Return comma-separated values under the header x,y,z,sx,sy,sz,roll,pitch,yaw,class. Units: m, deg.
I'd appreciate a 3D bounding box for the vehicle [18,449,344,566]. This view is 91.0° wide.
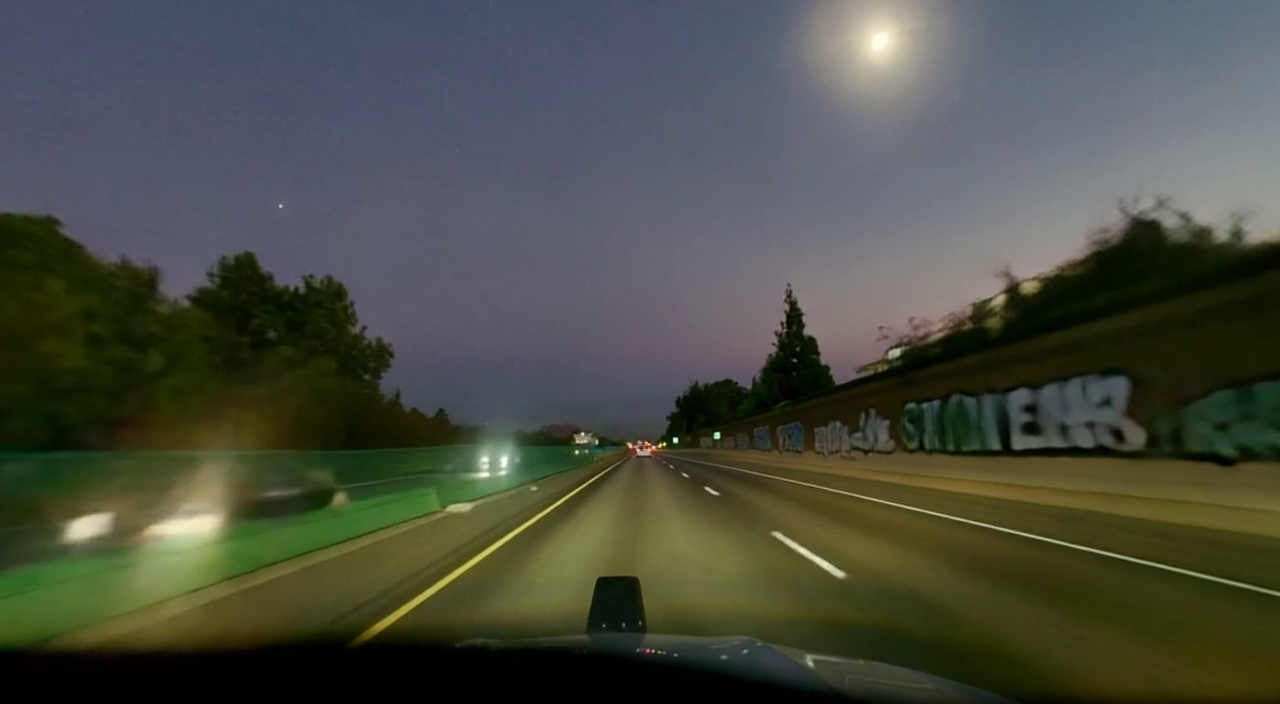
x,y,z,sx,sy,sz,roll,pitch,yaw,class
-7.003,2.361,10.423,2.034,1.457,4.469,0,-8,0,vehicle
